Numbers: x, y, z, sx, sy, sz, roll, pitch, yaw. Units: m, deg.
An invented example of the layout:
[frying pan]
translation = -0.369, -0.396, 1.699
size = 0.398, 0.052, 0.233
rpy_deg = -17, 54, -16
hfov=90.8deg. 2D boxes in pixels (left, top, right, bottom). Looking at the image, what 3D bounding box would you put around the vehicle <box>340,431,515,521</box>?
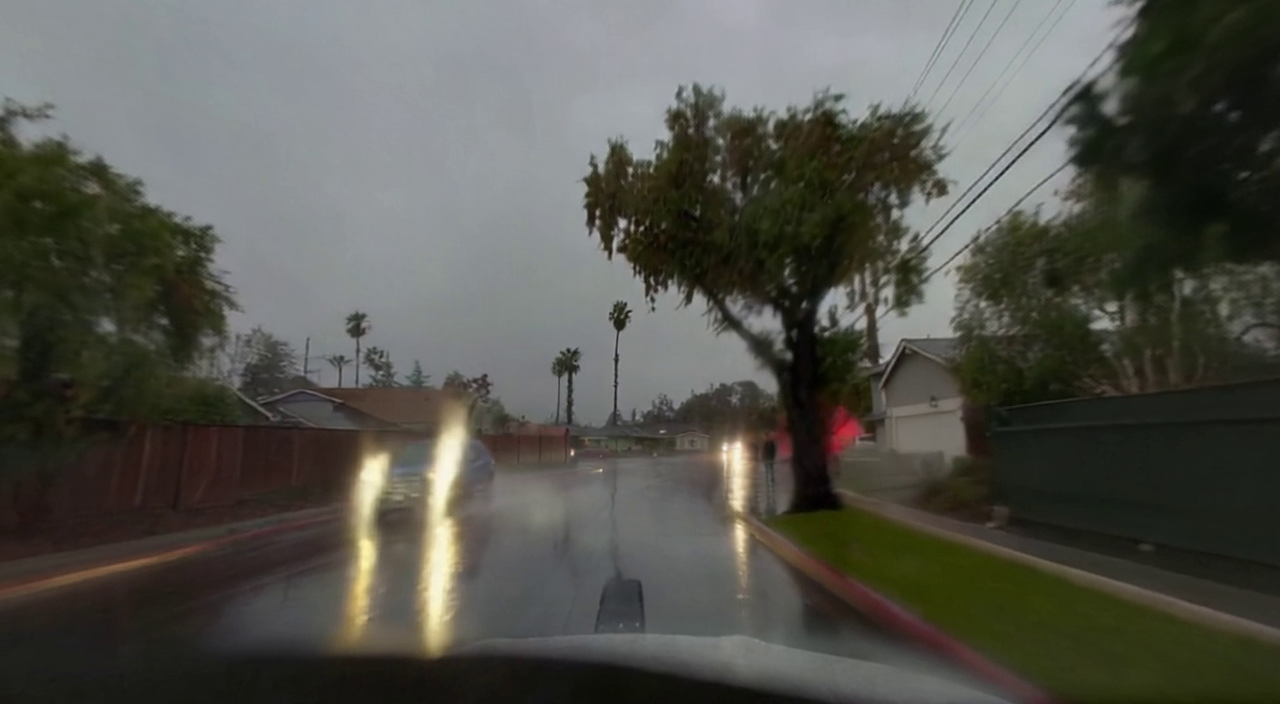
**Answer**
[vehicle]
translation = -4.692, 2.831, 14.892
size = 2.208, 1.758, 4.529
rpy_deg = -1, -9, 5
